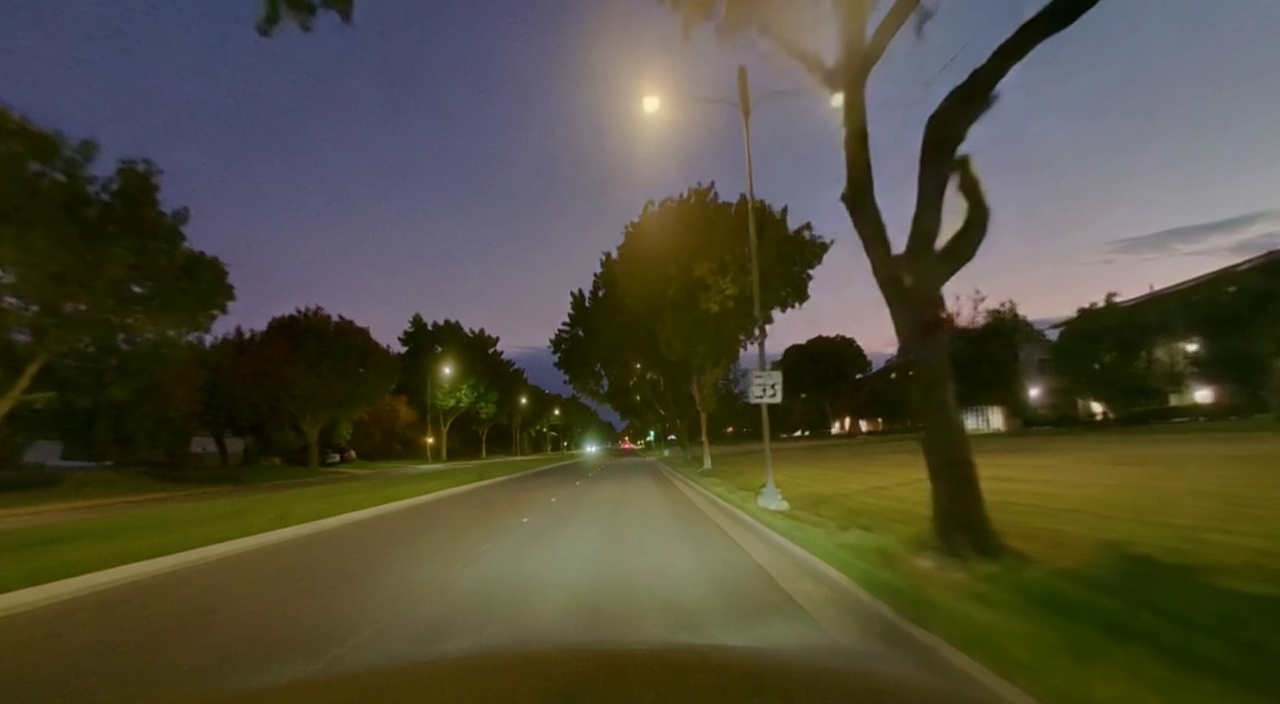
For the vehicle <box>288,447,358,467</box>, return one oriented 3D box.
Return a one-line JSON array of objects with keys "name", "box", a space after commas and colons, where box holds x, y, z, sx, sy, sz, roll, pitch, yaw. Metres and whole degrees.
[{"name": "vehicle", "box": [-24.872, 8.252, 49.726, 4.440, 1.460, 1.819, 0, -8, 0]}]
